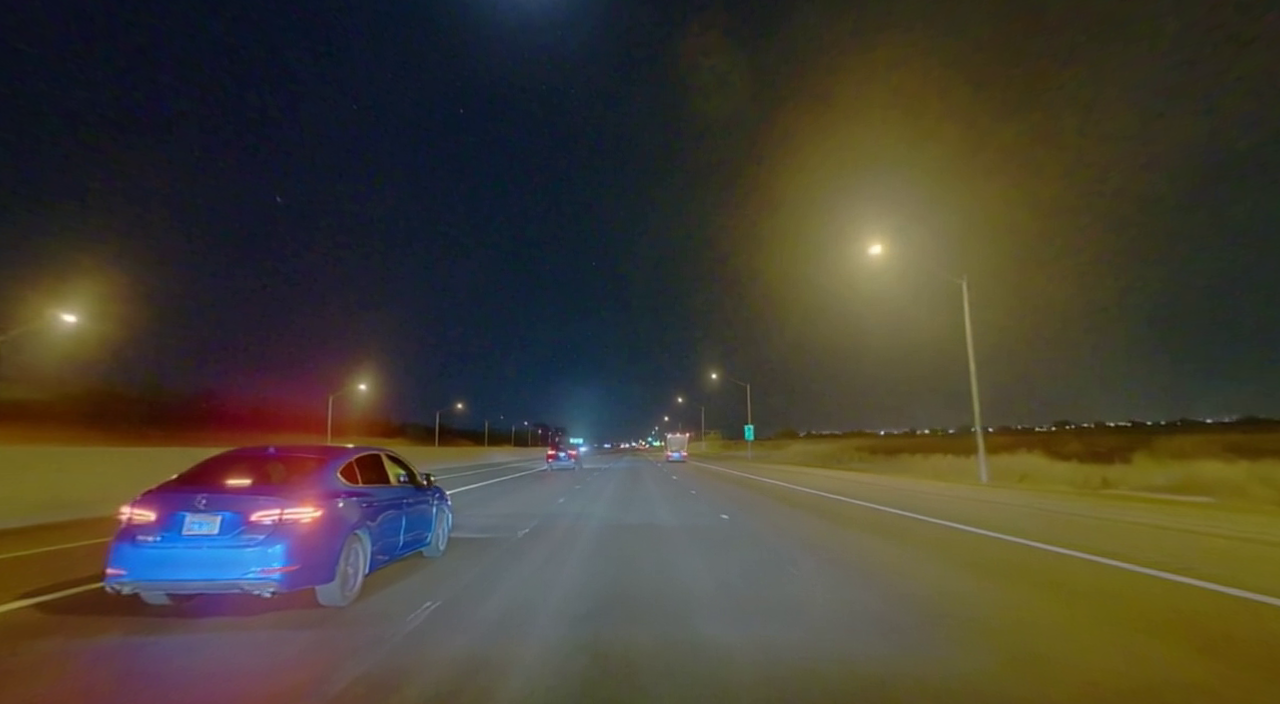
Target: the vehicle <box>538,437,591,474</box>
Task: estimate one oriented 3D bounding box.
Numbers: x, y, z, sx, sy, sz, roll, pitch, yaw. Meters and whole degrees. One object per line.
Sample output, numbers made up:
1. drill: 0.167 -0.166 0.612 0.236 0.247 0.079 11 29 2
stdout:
1. vehicle: -3.972 5.536 34.007 2.205 1.773 5.124 0 -9 0
